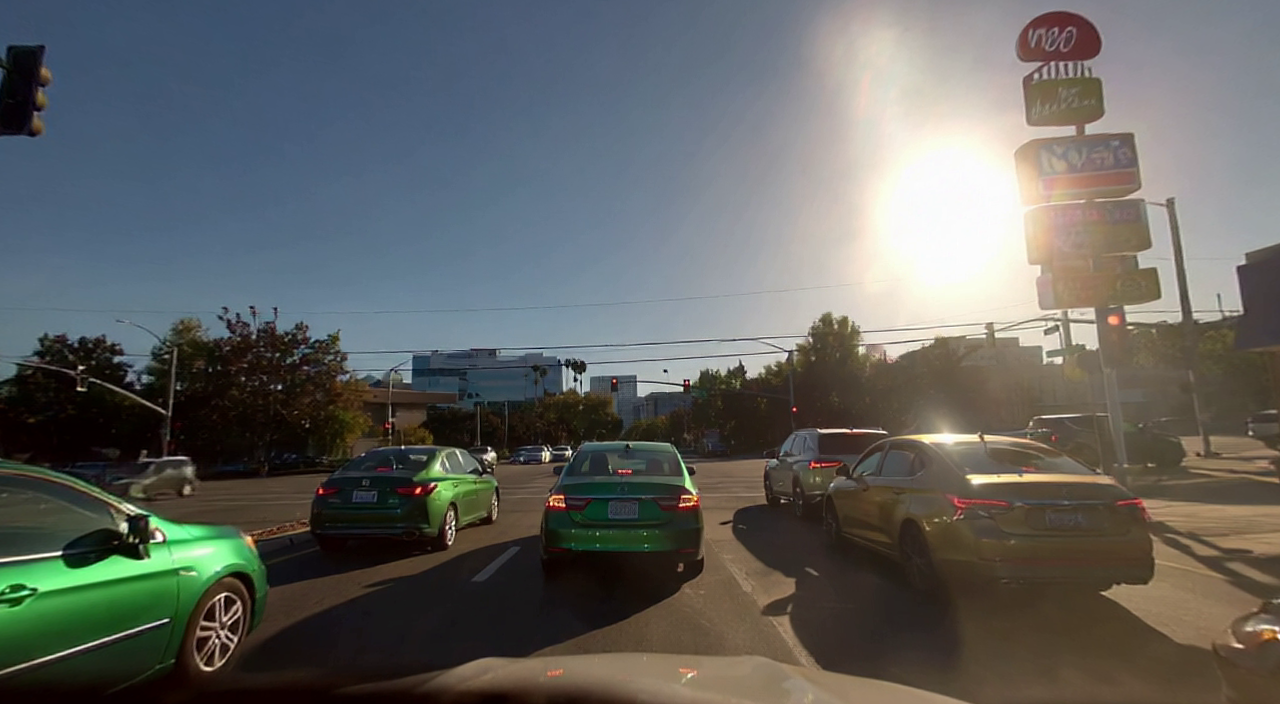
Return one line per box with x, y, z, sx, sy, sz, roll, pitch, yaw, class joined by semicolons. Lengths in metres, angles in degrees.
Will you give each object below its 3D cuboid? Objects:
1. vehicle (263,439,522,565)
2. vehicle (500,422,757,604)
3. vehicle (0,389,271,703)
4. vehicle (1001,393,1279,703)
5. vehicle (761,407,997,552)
-3.293;2.073;9.552;1.995;1.436;4.373;-1;-8;3;vehicle
-0.124;1.654;7.395;2.140;1.499;4.119;0;-8;-1;vehicle
-3.469;0.846;1.847;2.016;1.547;4.414;0;-8;1;vehicle
3.944;0.974;3.106;1.800;1.519;4.198;0;-8;0;vehicle
3.318;1.866;9.838;1.992;1.744;4.183;0;-8;0;vehicle
